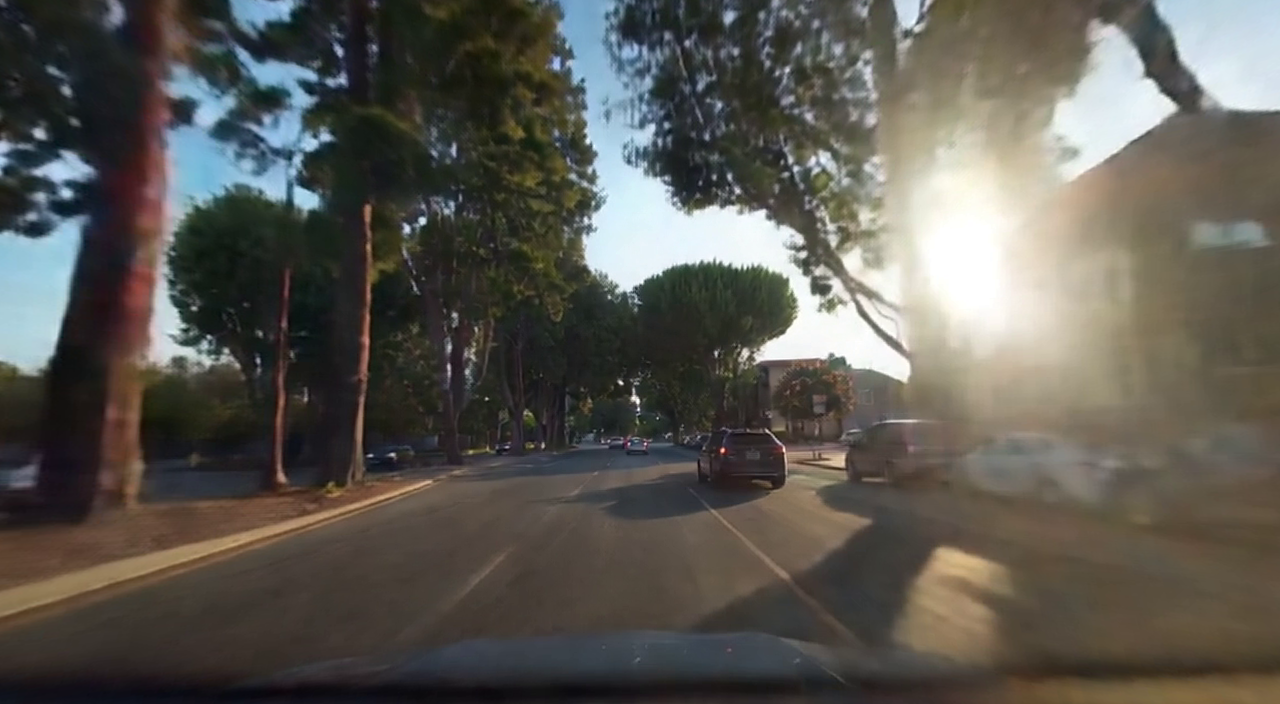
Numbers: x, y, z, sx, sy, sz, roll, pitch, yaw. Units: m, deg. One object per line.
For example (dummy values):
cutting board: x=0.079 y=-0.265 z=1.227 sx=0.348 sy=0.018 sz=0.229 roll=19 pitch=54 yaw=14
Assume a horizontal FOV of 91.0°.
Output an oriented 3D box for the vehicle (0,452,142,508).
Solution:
vehicle: x=-18.254 y=3.893 z=19.580 sx=1.836 sy=1.454 sz=4.507 roll=0 pitch=-8 yaw=0

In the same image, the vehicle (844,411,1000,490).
vehicle: x=7.450 y=2.685 z=17.327 sx=2.047 sy=1.852 sz=4.861 roll=0 pitch=-8 yaw=0

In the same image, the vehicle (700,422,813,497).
vehicle: x=2.786 y=2.686 z=16.080 sx=2.022 sy=1.656 sz=4.025 roll=0 pitch=-8 yaw=-1

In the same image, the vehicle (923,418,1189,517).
vehicle: x=7.529 y=2.126 z=12.113 sx=1.886 sy=1.534 sz=4.464 roll=0 pitch=-8 yaw=-3

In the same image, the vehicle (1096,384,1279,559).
vehicle: x=7.686 y=1.232 z=6.497 sx=2.174 sy=1.788 sz=4.954 roll=0 pitch=-8 yaw=0

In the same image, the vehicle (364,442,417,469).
vehicle: x=-16.174 y=6.700 z=41.027 sx=1.885 sy=1.633 sz=4.265 roll=0 pitch=-8 yaw=-2
